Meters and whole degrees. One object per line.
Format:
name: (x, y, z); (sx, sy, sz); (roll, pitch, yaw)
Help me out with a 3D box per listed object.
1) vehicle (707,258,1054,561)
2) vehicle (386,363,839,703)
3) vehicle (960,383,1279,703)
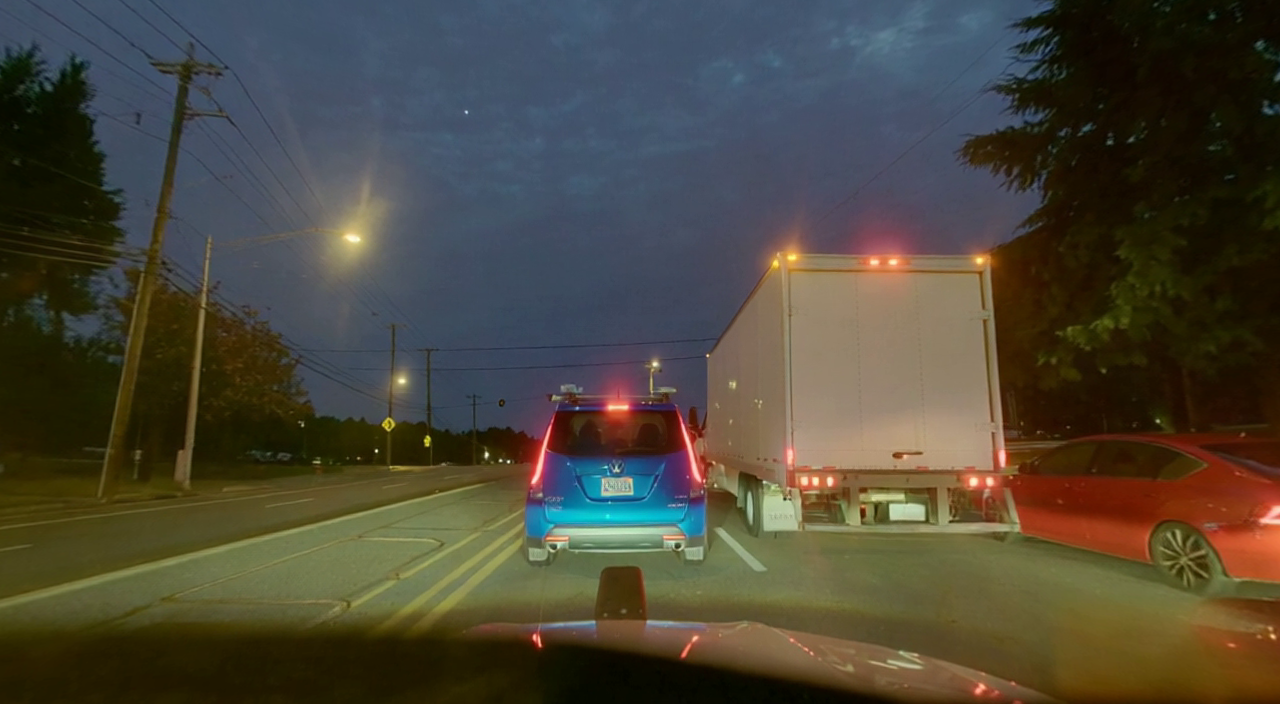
vehicle: (3.240, 1.258, 11.820); (2.915, 3.559, 8.848); (0, -8, 0)
vehicle: (-0.123, 1.226, 5.136); (2.114, 1.732, 4.230); (0, -8, 0)
vehicle: (2.824, 0.743, 1.189); (1.971, 1.484, 4.728); (0, -8, 0)
